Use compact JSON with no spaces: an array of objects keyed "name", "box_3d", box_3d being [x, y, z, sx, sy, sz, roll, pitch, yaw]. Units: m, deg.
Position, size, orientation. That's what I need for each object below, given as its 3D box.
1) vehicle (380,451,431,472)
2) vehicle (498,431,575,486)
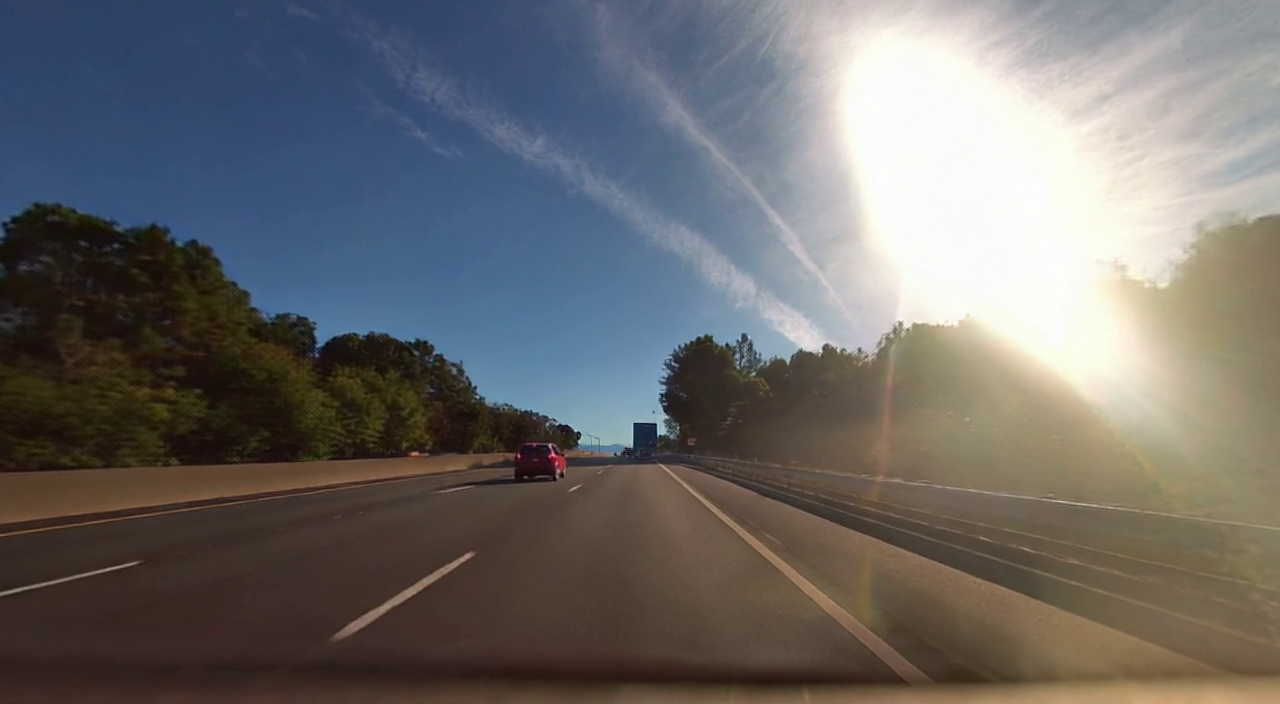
[{"name":"vehicle","box_3d":[-16.950,7.907,45.787,1.899,1.457,4.617,0,-9,0]},{"name":"vehicle","box_3d":[-3.939,4.187,25.012,2.124,1.888,5.226,0,-9,0]}]
